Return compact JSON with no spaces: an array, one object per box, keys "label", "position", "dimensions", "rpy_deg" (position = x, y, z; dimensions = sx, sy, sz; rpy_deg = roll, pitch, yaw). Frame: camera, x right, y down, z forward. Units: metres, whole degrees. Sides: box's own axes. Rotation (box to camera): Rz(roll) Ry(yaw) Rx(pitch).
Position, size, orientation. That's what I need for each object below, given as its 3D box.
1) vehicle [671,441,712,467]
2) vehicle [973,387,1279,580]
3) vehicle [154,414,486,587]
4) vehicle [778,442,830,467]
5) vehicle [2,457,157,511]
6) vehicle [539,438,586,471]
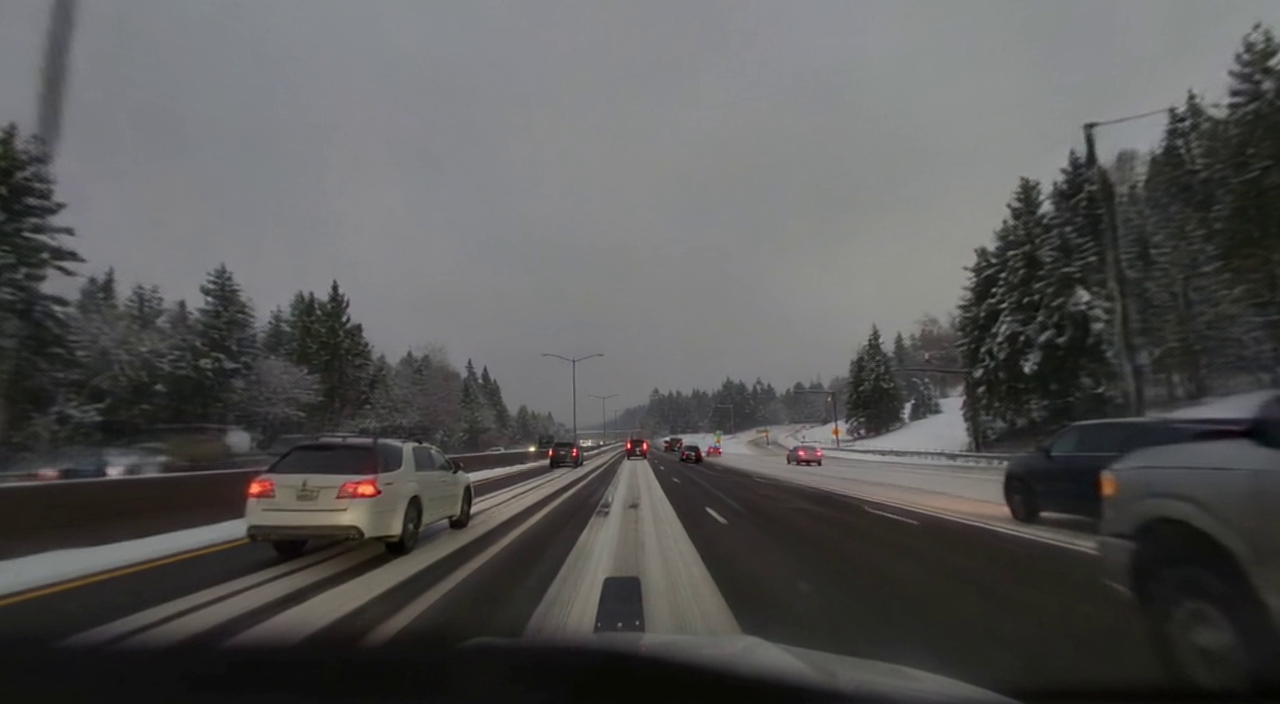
[{"label":"vehicle","position":[3.103,6.243,38.830],"dimensions":[2.007,1.469,4.337],"rpy_deg":[0,-8,-2]},{"label":"vehicle","position":[6.490,1.461,7.776],"dimensions":[2.105,1.655,4.652],"rpy_deg":[0,-8,-2]},{"label":"vehicle","position":[-3.634,1.759,8.360],"dimensions":[2.119,1.654,4.353],"rpy_deg":[0,-8,0]},{"label":"vehicle","position":[9.609,6.044,37.294],"dimensions":[1.910,1.384,3.867],"rpy_deg":[0,-8,-2]},{"label":"vehicle","position":[-15.939,3.726,18.203],"dimensions":[1.459,1.318,3.318],"rpy_deg":[0,-8,-1]},{"label":"vehicle","position":[-4.078,5.455,33.755],"dimensions":[1.992,1.651,4.185],"rpy_deg":[0,-8,0]}]
